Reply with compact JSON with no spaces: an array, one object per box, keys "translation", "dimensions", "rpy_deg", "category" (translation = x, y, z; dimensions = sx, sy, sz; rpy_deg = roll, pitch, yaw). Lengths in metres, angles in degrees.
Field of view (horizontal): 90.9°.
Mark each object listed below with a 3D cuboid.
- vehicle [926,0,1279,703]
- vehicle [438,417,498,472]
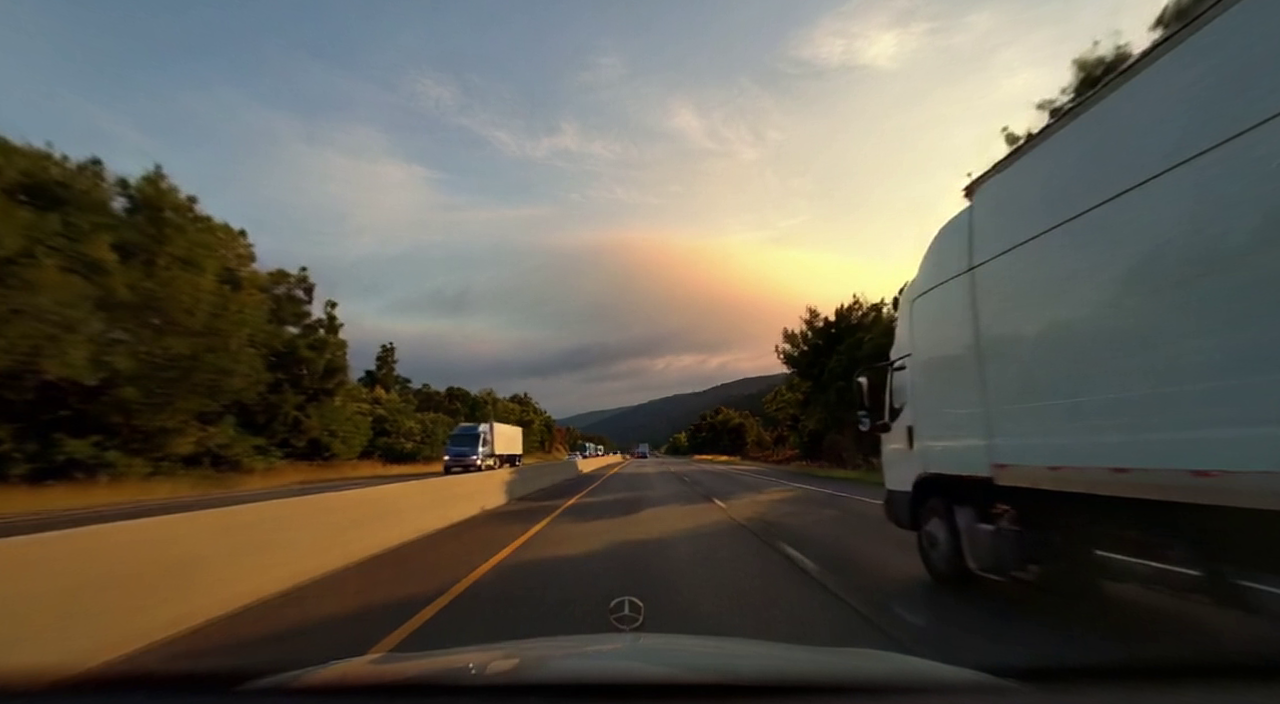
[{"translation":[4.125,-0.105,1.700],"dimensions":[2.920,3.288,7.793],"rpy_deg":[0,-9,-1],"category":"vehicle"},{"translation":[-13.382,7.266,49.554],"dimensions":[3.012,3.998,5.861],"rpy_deg":[0,-9,0],"category":"vehicle"}]
